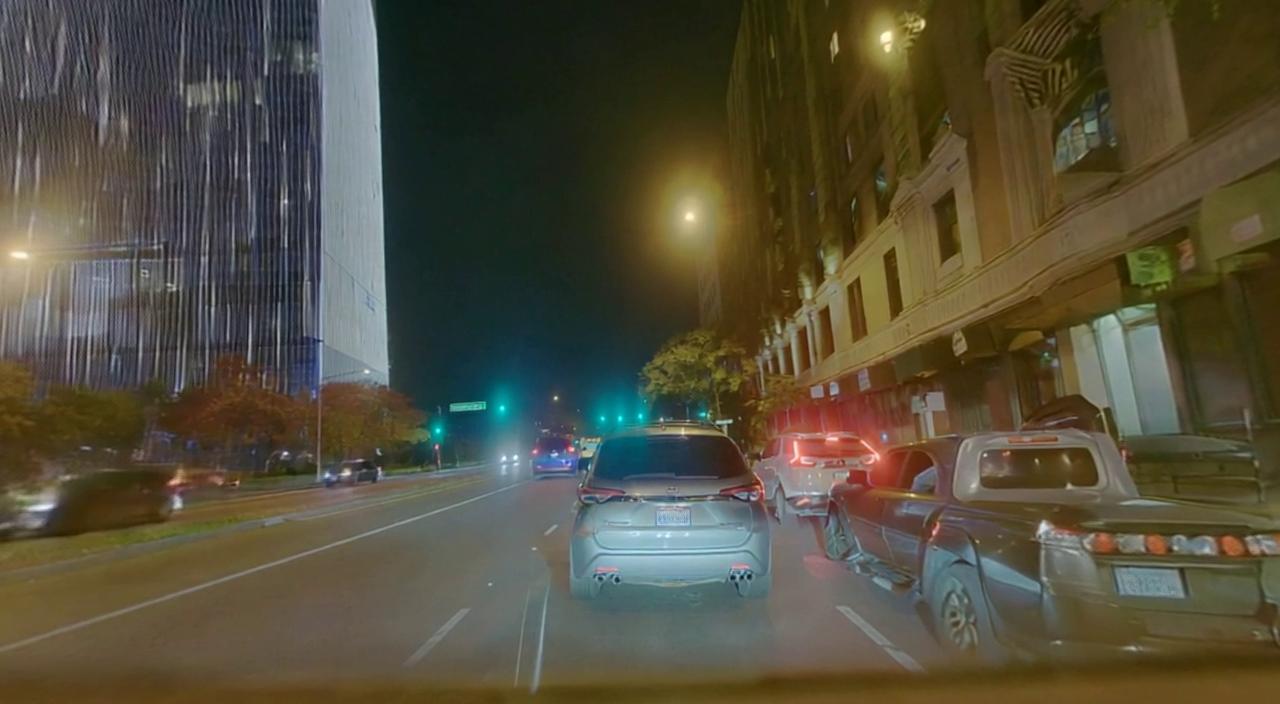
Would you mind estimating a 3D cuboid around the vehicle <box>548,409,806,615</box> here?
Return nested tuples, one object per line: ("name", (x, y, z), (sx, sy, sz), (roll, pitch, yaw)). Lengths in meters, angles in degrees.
("vehicle", (0.234, 1.540, 6.869), (2.045, 1.608, 3.573), (0, -9, -2))

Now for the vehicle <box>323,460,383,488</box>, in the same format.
("vehicle", (-19.331, 8.209, 42.689), (2.068, 1.729, 4.135), (0, -9, 0))

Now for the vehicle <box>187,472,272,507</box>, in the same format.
("vehicle", (-22.648, 7.570, 35.006), (1.854, 1.419, 4.318), (-7, -8, 0))

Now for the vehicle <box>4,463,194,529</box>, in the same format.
("vehicle", (-16.298, 4.315, 19.369), (2.105, 1.676, 4.099), (0, -9, 1))

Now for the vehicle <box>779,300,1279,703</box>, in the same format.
("vehicle", (2.741, 1.062, 4.918), (2.117, 1.855, 4.794), (0, -9, -1))
